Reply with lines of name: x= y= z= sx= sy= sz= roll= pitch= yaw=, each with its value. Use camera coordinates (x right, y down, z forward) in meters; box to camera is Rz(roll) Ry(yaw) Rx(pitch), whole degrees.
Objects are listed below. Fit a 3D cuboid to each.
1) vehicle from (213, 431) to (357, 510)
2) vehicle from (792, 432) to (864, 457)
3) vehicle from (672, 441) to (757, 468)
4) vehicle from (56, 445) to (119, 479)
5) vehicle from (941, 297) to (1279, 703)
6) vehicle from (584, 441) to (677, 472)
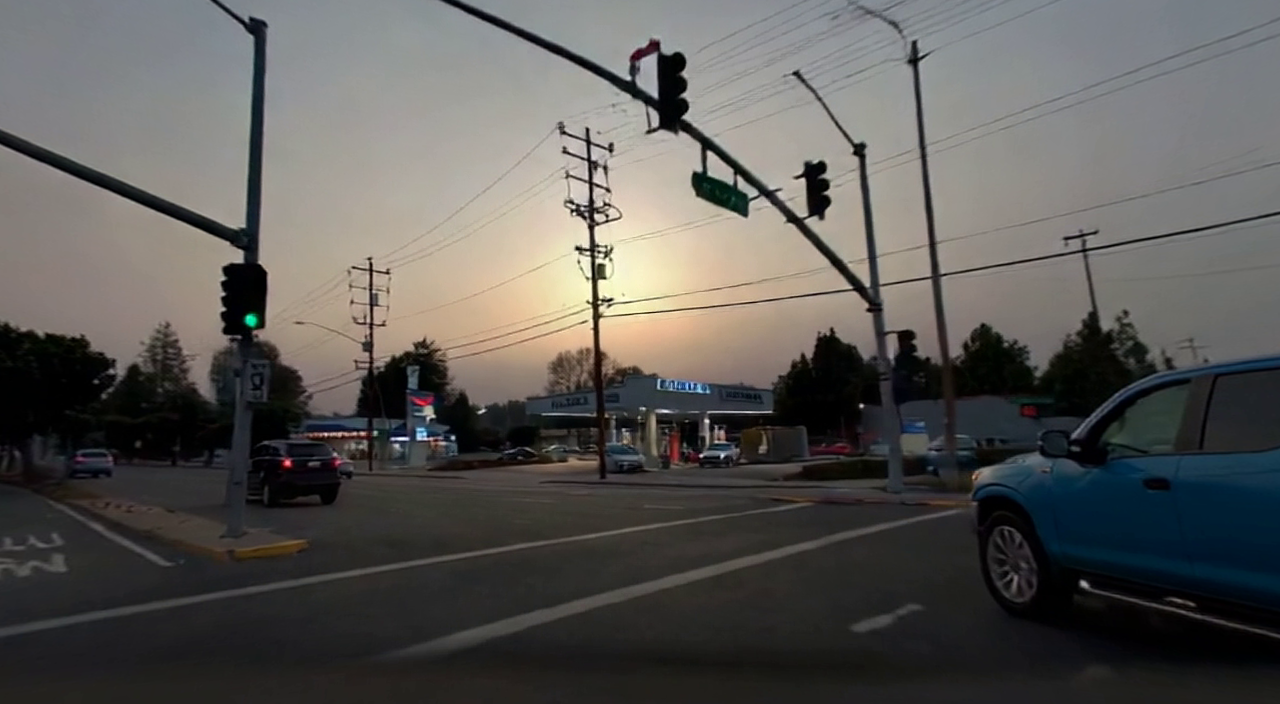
vehicle: x=-9.935 y=3.156 z=17.448 sx=2.141 sy=1.842 sz=4.889 roll=8 pitch=-11 yaw=-44
vehicle: x=13.804 y=6.792 z=46.426 sx=4.669 sy=1.726 sz=1.883 roll=-7 pitch=-11 yaw=42
vehicle: x=4.217 y=5.792 z=35.854 sx=4.495 sy=1.399 sz=1.715 roll=3 pitch=-9 yaw=-20
vehicle: x=-30.940 y=6.089 z=35.227 sx=4.498 sy=1.725 sz=1.921 roll=-7 pitch=-11 yaw=41
vehicle: x=3.564 y=0.654 z=2.155 sx=2.036 sy=1.818 sz=5.192 roll=1 pitch=-8 yaw=-6
vehicle: x=-0.438 y=5.485 z=33.394 sx=4.661 sy=1.480 sz=1.913 roll=6 pitch=-10 yaw=-36
